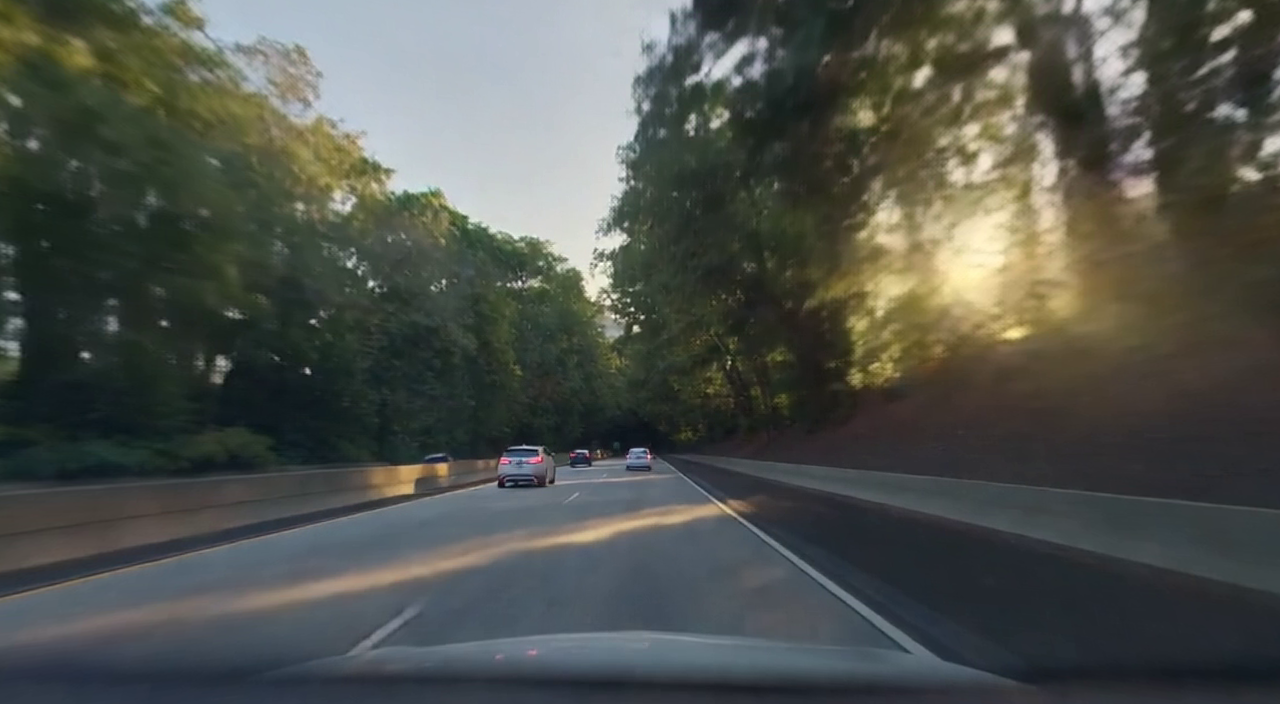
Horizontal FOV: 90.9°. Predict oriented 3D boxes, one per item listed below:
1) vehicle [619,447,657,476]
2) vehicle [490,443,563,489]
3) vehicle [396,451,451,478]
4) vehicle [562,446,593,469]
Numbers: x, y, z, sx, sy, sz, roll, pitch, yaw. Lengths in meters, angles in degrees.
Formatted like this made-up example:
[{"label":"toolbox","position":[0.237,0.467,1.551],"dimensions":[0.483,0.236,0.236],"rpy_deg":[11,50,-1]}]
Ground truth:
[{"label":"vehicle","position":[-0.111,5.955,34.531],"dimensions":[2.001,1.490,3.914],"rpy_deg":[0,-9,0]},{"label":"vehicle","position":[-4.138,4.233,23.652],"dimensions":[1.978,1.538,3.755],"rpy_deg":[0,-9,1]},{"label":"vehicle","position":[-12.638,6.584,37.082],"dimensions":[1.761,1.468,4.061],"rpy_deg":[0,-9,0]},{"label":"vehicle","position":[-4.512,7.692,45.939],"dimensions":[1.834,1.615,3.624],"rpy_deg":[0,-9,0]}]
